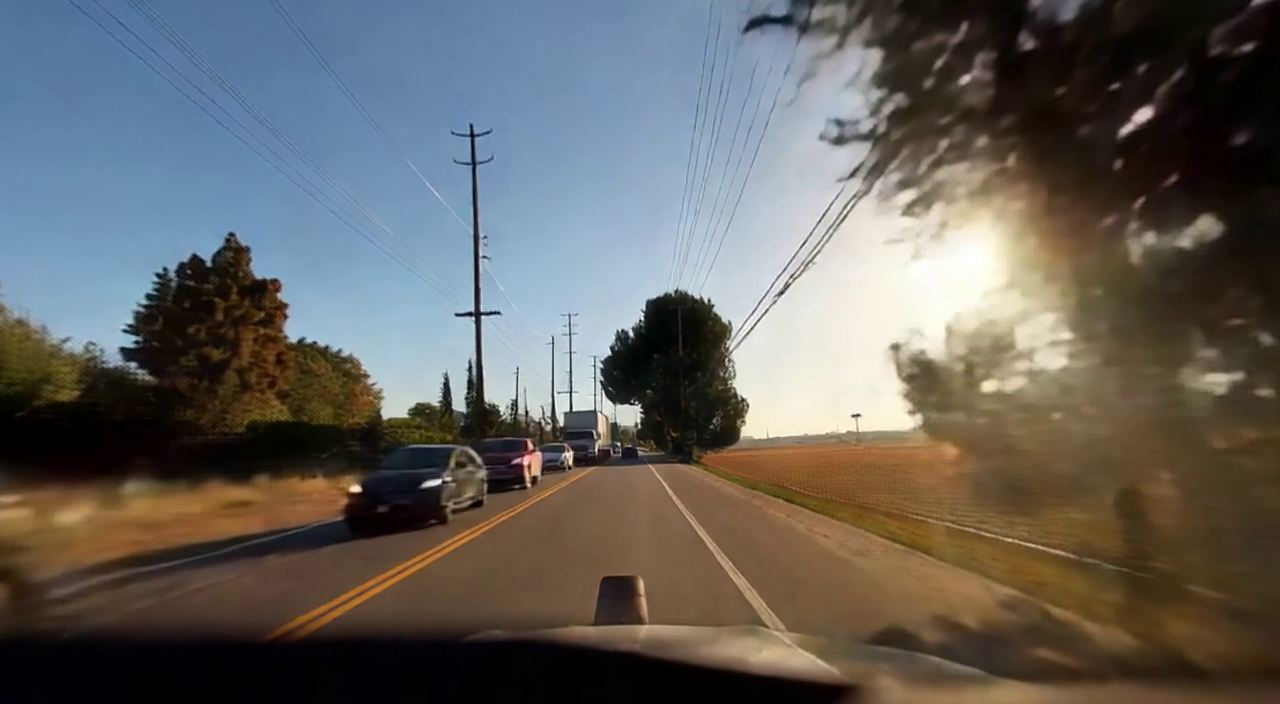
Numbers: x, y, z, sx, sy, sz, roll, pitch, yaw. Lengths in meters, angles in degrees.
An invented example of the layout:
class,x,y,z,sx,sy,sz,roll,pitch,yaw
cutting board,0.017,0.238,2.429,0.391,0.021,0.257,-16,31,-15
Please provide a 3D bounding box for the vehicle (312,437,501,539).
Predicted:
class,x,y,z,sx,sy,sz,roll,pitch,yaw
vehicle,-4.573,2.677,13.291,2.269,1.630,4.636,-3,-8,-1

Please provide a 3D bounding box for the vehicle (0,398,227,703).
class,x,y,z,sx,sy,sz,roll,pitch,yaw
vehicle,-4.445,1.019,2.568,2.284,1.634,4.756,-3,-8,1
